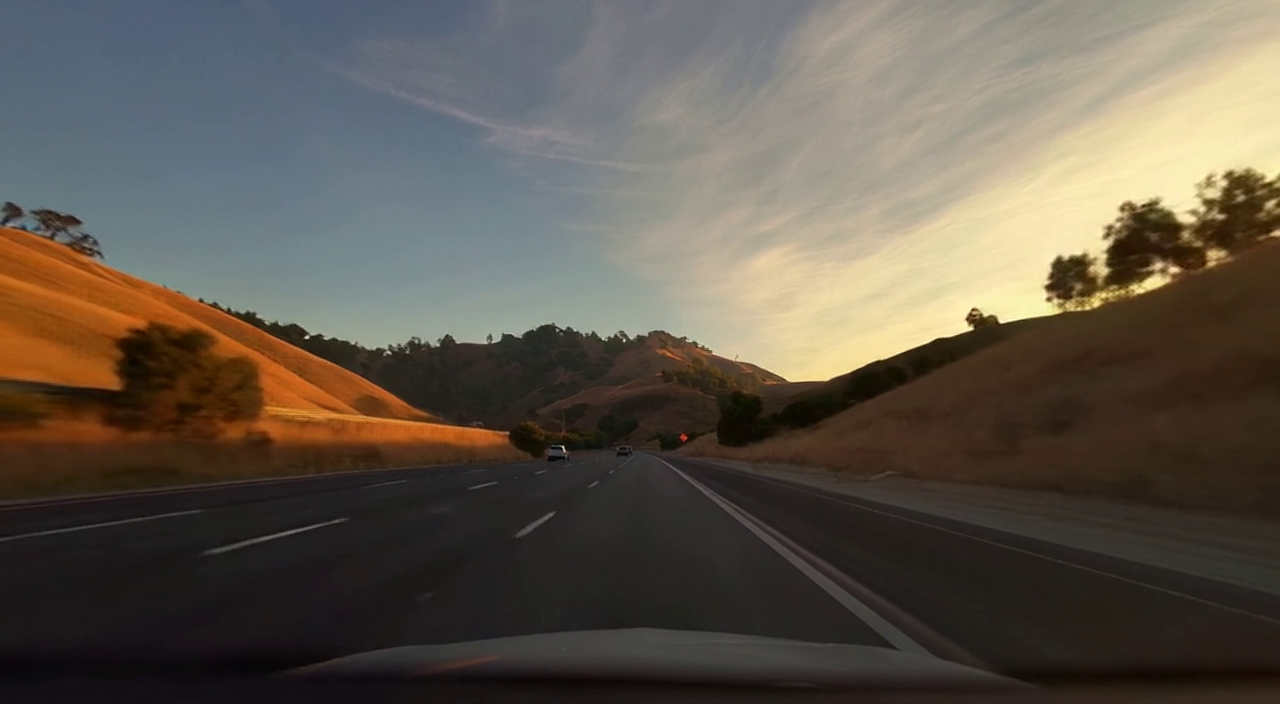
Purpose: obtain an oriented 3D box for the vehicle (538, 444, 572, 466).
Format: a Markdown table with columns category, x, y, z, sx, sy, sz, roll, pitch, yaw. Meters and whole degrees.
| category | x | y | z | sx | sy | sz | roll | pitch | yaw |
| --- | --- | --- | --- | --- | --- | --- | --- | --- | --- |
| vehicle | -6.663 | 8.120 | 49.738 | 2.042 | 1.585 | 4.162 | 0 | -9 | 0 |
